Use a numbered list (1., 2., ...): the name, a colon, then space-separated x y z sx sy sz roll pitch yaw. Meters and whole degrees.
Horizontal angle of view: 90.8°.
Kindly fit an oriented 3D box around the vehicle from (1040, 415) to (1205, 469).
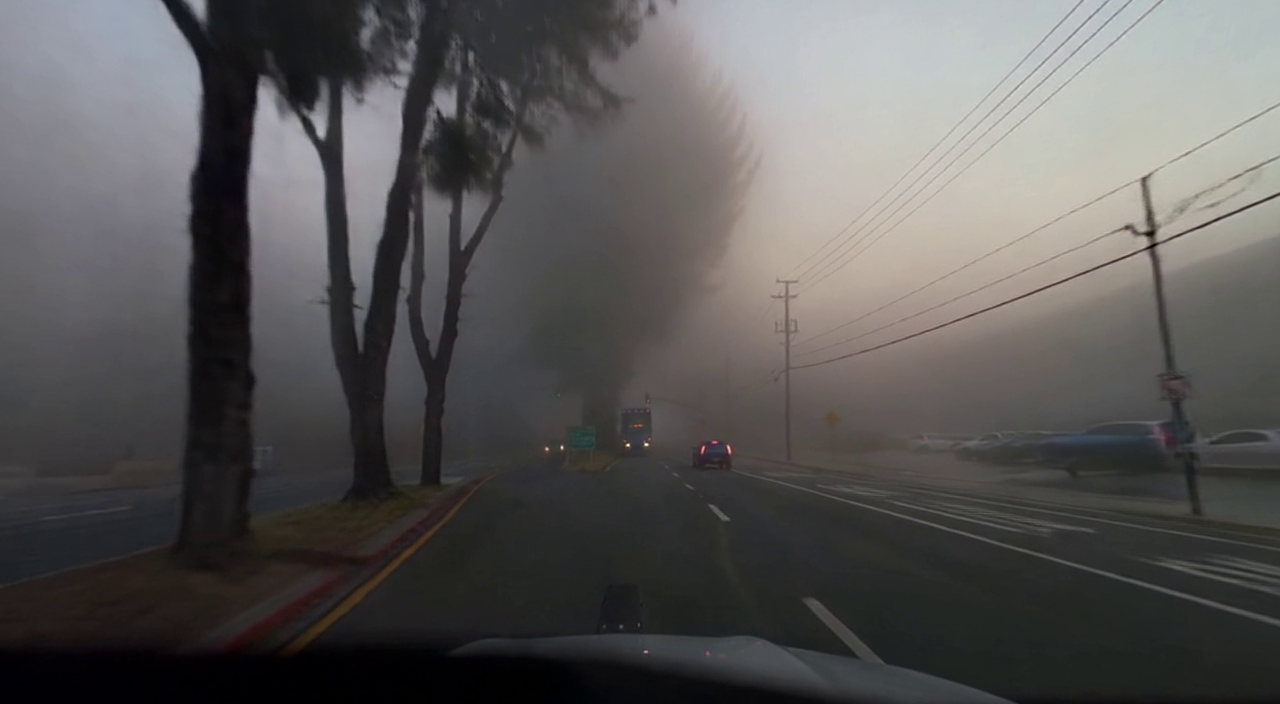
1. vehicle: 20.695 3.941 27.606 2.529 2.086 5.902 0 -8 0

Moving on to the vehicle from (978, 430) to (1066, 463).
1. vehicle: 20.789 5.190 34.667 1.917 1.682 4.575 0 -8 -1

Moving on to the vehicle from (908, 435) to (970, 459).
1. vehicle: 20.501 6.552 43.561 2.010 1.567 4.519 0 -8 -1

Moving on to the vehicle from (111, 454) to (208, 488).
1. vehicle: -26.178 6.445 34.626 2.188 1.669 4.546 1 -9 -8

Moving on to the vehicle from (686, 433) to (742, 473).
1. vehicle: 3.516 4.907 30.930 2.086 1.803 4.607 0 -8 -1
